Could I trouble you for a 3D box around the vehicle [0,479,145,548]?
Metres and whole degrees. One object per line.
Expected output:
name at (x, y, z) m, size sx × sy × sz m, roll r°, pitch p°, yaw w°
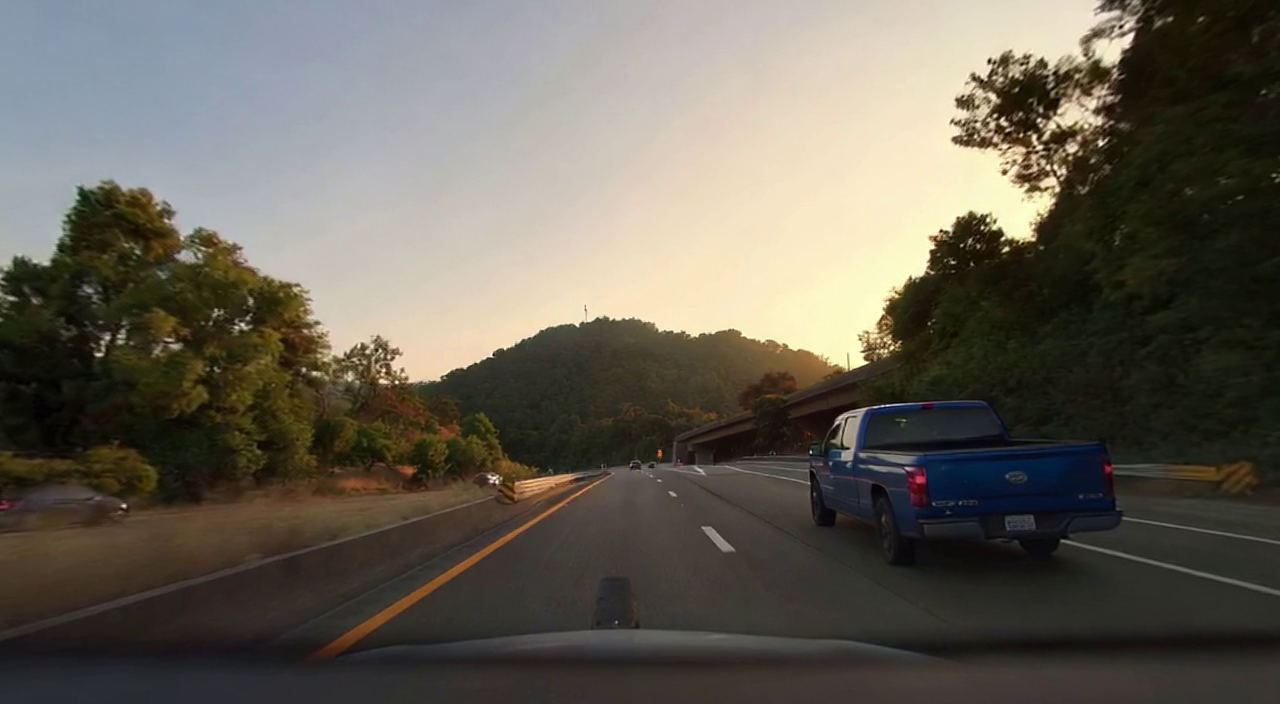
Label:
vehicle at (-22.317, 5.940, 23.839) m, size 2.573 × 1.976 × 5.651 m, roll 0°, pitch -9°, yaw 1°
